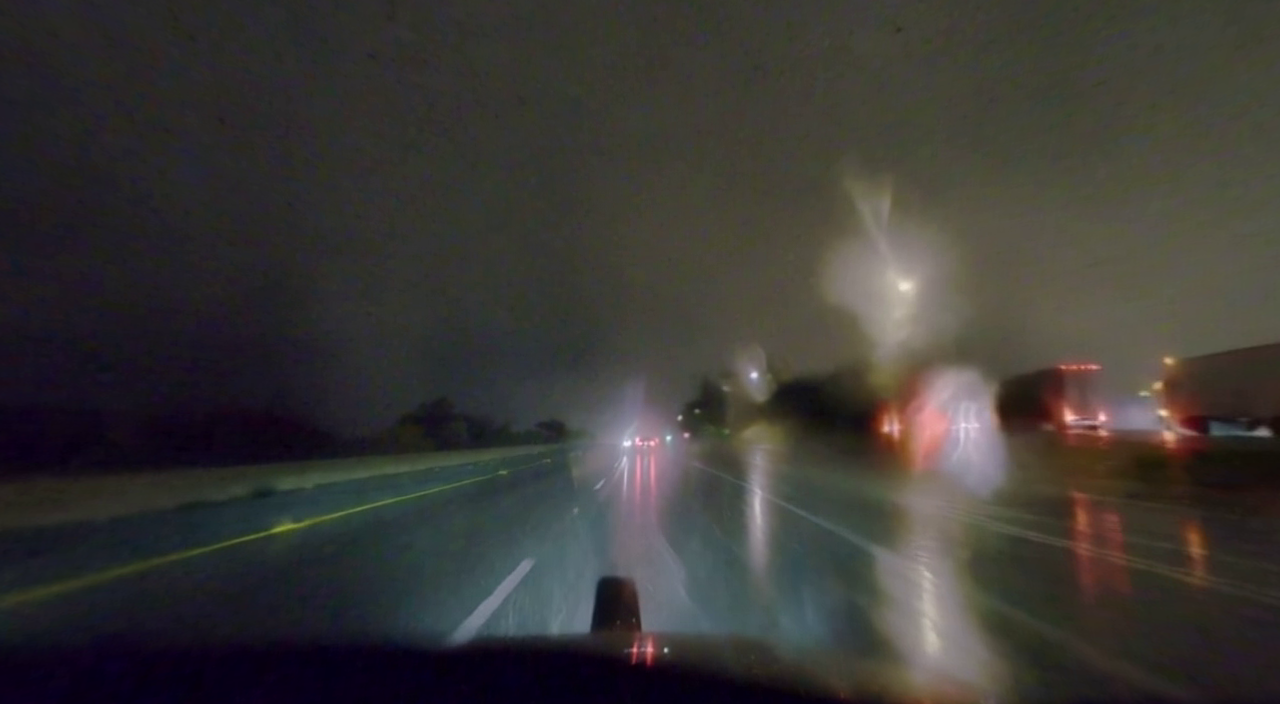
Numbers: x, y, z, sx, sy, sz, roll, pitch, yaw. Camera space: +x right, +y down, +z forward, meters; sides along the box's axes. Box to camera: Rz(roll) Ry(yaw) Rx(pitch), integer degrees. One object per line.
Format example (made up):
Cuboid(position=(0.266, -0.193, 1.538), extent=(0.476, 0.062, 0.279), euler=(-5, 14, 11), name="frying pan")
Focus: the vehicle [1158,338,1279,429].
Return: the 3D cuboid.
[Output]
Cuboid(position=(31.762, 1.417, 30.347), extent=(2.932, 4.074, 14.330), euler=(-5, -9, 7), name="vehicle")
